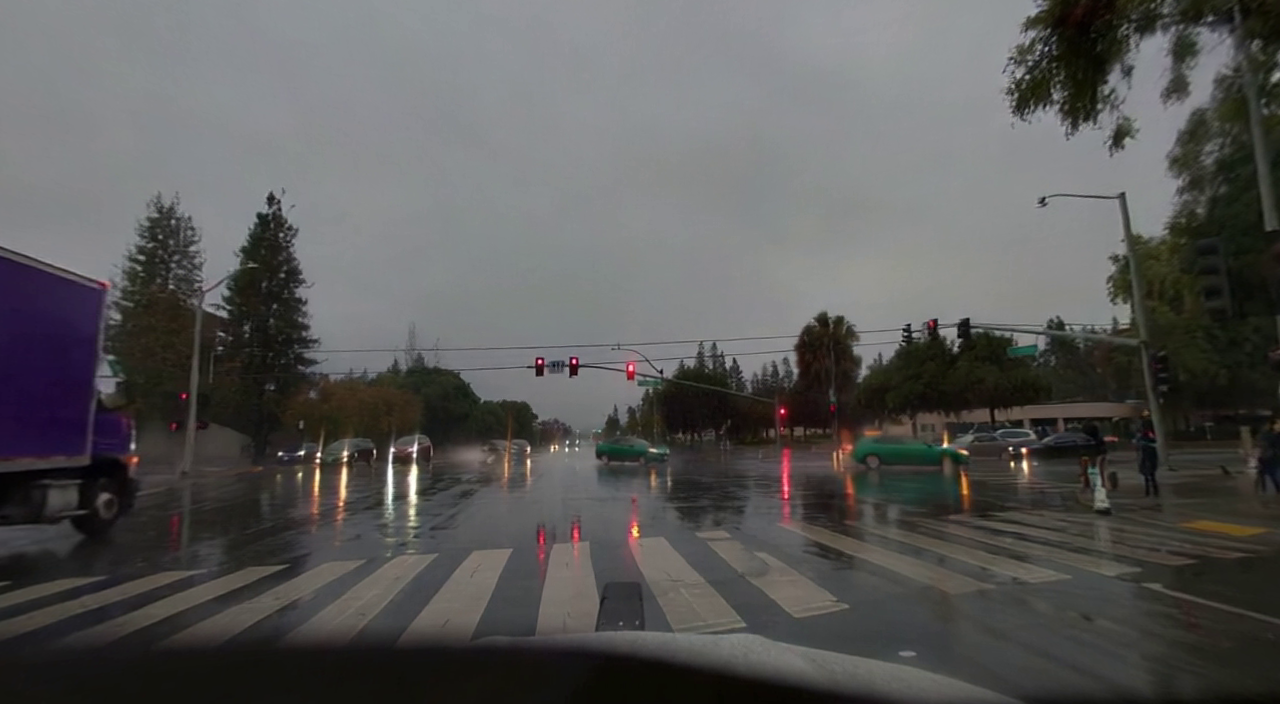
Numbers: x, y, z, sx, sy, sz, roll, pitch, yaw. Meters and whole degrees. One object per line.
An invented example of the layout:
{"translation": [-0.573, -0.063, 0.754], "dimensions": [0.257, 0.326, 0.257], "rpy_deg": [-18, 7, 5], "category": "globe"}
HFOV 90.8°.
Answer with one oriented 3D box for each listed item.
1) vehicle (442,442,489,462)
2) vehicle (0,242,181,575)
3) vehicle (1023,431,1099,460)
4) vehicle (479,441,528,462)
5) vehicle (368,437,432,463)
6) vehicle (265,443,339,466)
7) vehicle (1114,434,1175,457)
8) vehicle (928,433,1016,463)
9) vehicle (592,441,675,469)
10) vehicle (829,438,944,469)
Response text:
{"translation": [-13.167, 7.590, 47.860], "dimensions": [1.845, 1.426, 4.289], "rpy_deg": [-1, -9, 8], "category": "vehicle"}
{"translation": [-7.727, 0.489, 5.538], "dimensions": [3.112, 3.230, 6.726], "rpy_deg": [1, -7, -10], "category": "vehicle"}
{"translation": [28.320, 6.295, 42.484], "dimensions": [4.662, 1.840, 2.055], "rpy_deg": [4, -10, -26], "category": "vehicle"}
{"translation": [-10.138, 7.468, 47.399], "dimensions": [2.097, 1.484, 4.596], "rpy_deg": [-1, -9, 8], "category": "vehicle"}
{"translation": [-17.374, 7.151, 45.999], "dimensions": [2.189, 1.753, 4.785], "rpy_deg": [-2, -9, 9], "category": "vehicle"}
{"translation": [-21.819, 6.641, 40.997], "dimensions": [1.859, 1.415, 4.591], "rpy_deg": [-1, -9, 8], "category": "vehicle"}
{"translation": [38.651, 7.158, 48.392], "dimensions": [4.122, 1.682, 1.930], "rpy_deg": [4, -9, -25], "category": "vehicle"}
{"translation": [20.165, 5.824, 38.350], "dimensions": [5.244, 1.717, 1.897], "rpy_deg": [4, -10, -27], "category": "vehicle"}
{"translation": [-0.403, 5.505, 33.945], "dimensions": [1.911, 1.415, 4.487], "rpy_deg": [8, -12, -43], "category": "vehicle"}
{"translation": [12.315, 5.097, 31.794], "dimensions": [4.911, 1.504, 2.109], "rpy_deg": [0, -9, 2], "category": "vehicle"}
